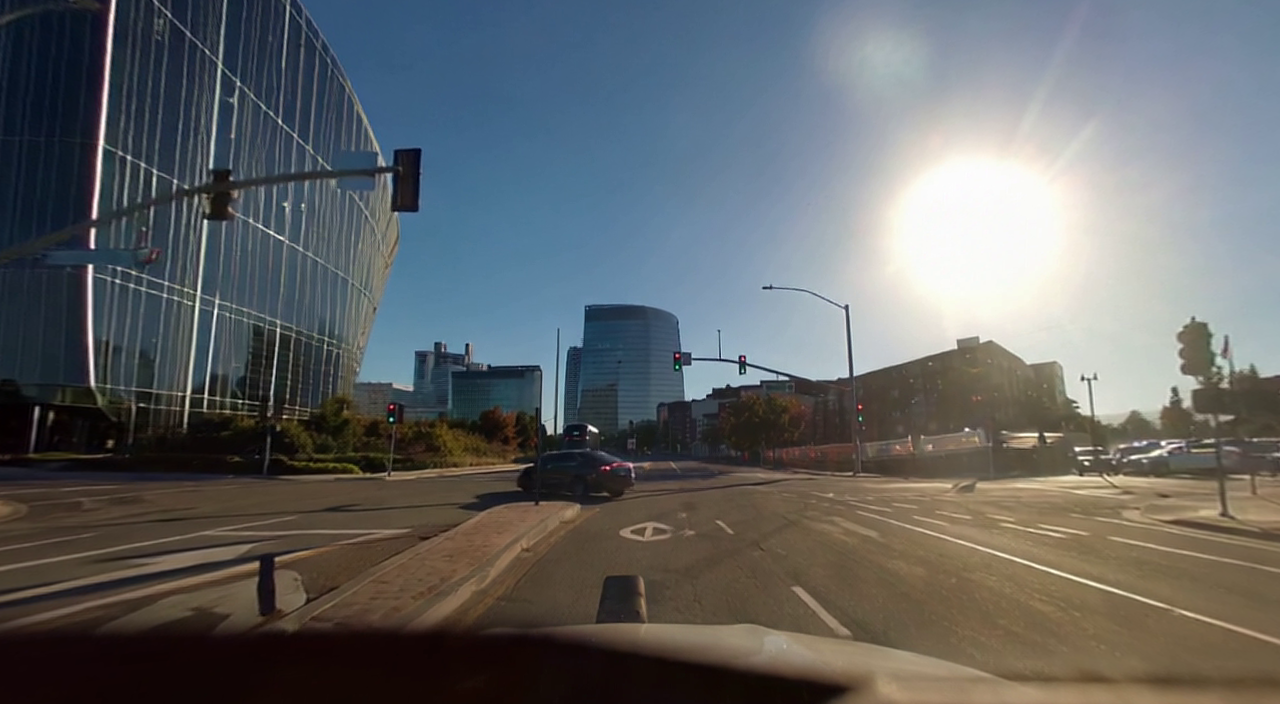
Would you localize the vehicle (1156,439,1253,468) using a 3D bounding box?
[{"bbox_3d":[30.370,5.453,34.037,1.946,1.467,3.670,0,-9,4],"label":"vehicle"}]

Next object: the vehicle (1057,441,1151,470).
[{"bbox_3d":[25.491,5.698,34.788,2.021,1.484,4.454,0,-9,4],"label":"vehicle"}]

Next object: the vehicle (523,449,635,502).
[{"bbox_3d":[-2.111,3.995,20.843,2.014,1.525,4.197,6,-10,-32],"label":"vehicle"}]

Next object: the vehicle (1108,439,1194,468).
[{"bbox_3d":[27.822,5.540,34.439,1.816,1.476,3.652,0,-9,4],"label":"vehicle"}]
